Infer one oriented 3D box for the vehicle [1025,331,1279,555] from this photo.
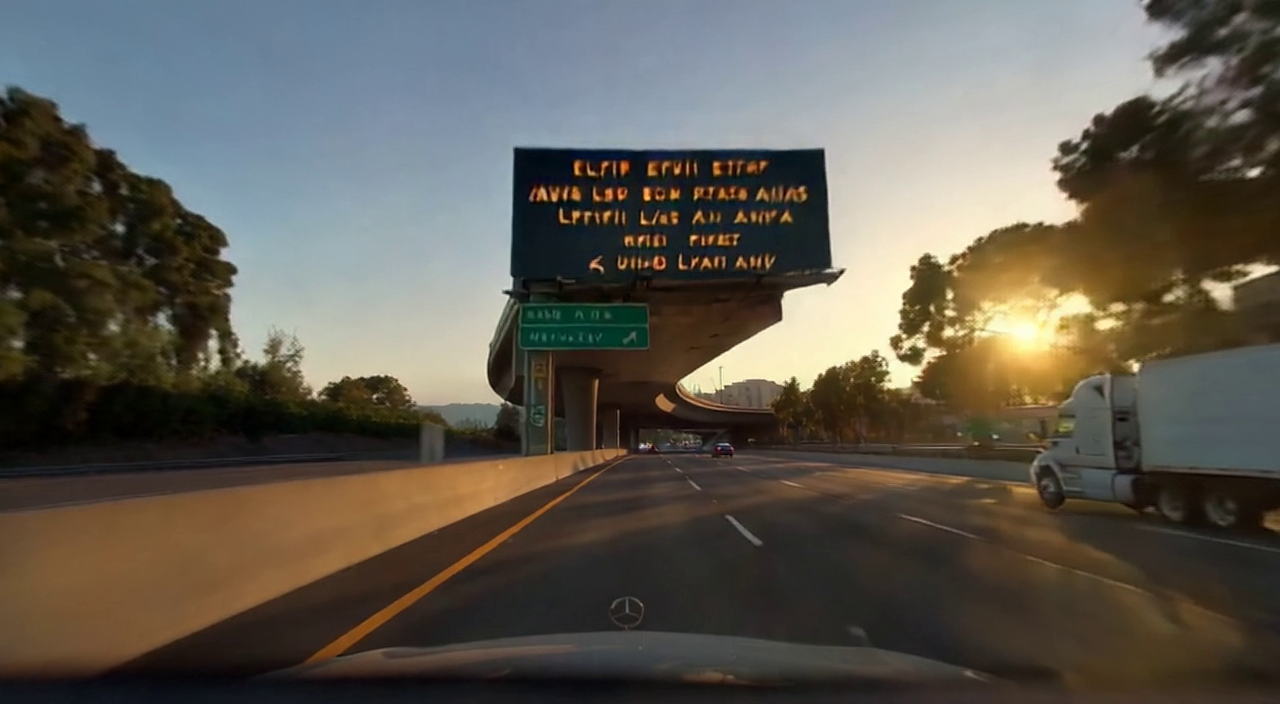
[{"bbox_3d":[10.767,1.379,9.554,2.960,3.207,10.950,0,-8,0],"label":"vehicle"}]
